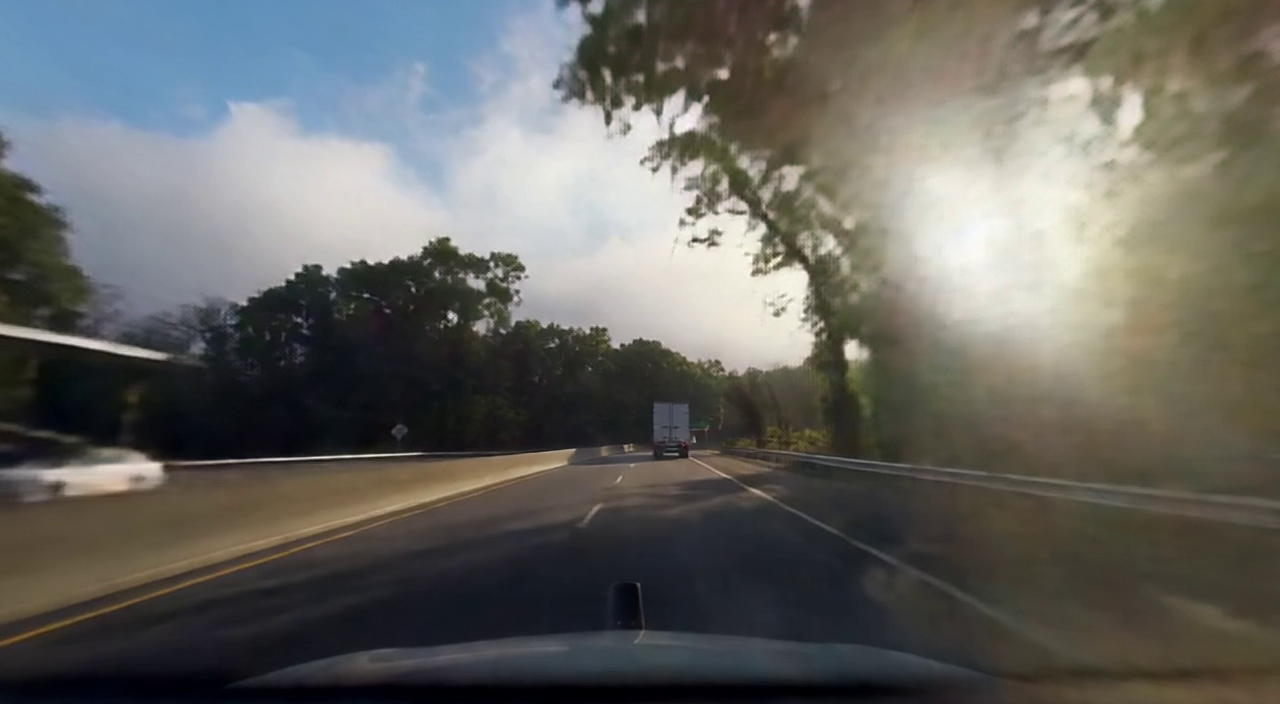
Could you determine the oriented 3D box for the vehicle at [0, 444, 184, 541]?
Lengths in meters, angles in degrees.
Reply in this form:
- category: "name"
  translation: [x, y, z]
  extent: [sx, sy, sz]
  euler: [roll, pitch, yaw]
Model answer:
- category: "vehicle"
  translation: [-10.538, 2.357, 11.107]
  extent: [1.860, 1.421, 4.177]
  euler: [-1, -8, 0]
